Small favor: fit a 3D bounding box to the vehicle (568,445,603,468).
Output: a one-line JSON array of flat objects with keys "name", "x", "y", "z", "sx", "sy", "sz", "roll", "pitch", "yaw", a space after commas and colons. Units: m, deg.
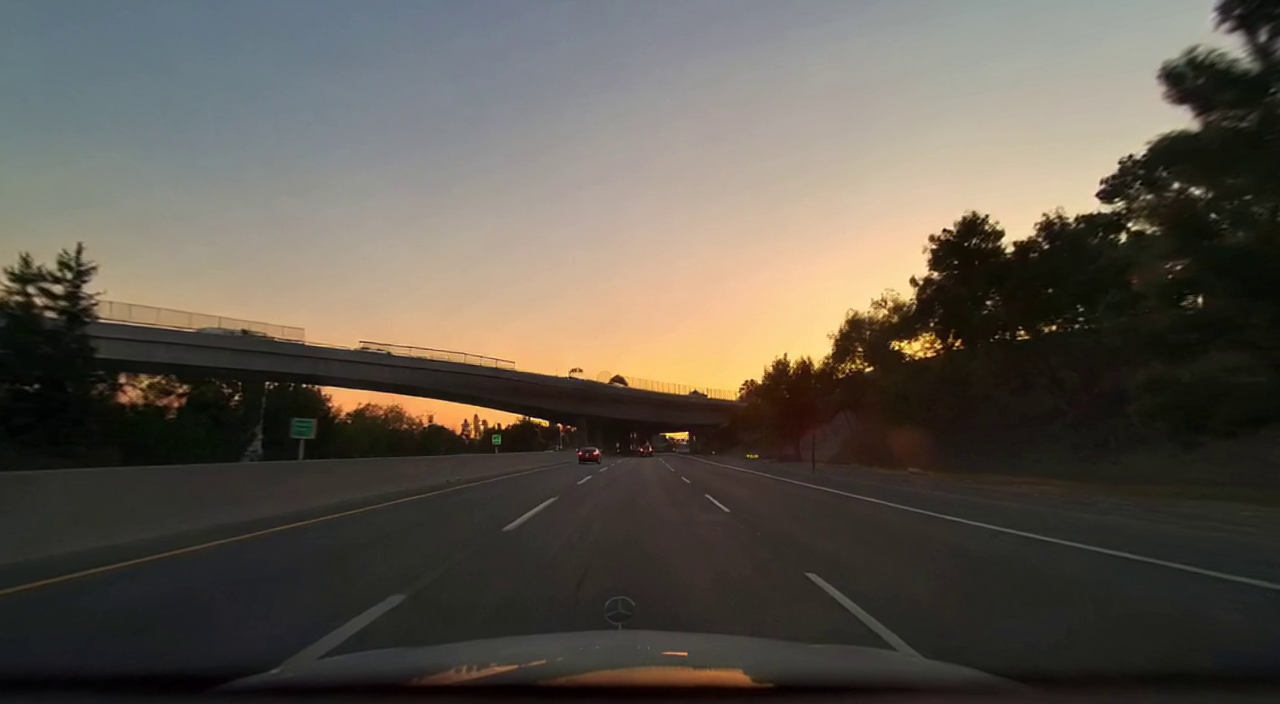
[{"name": "vehicle", "x": -3.770, "y": 7.308, "z": 44.224, "sx": 2.001, "sy": 1.521, "sz": 3.900, "roll": 0, "pitch": -9, "yaw": 1}]
